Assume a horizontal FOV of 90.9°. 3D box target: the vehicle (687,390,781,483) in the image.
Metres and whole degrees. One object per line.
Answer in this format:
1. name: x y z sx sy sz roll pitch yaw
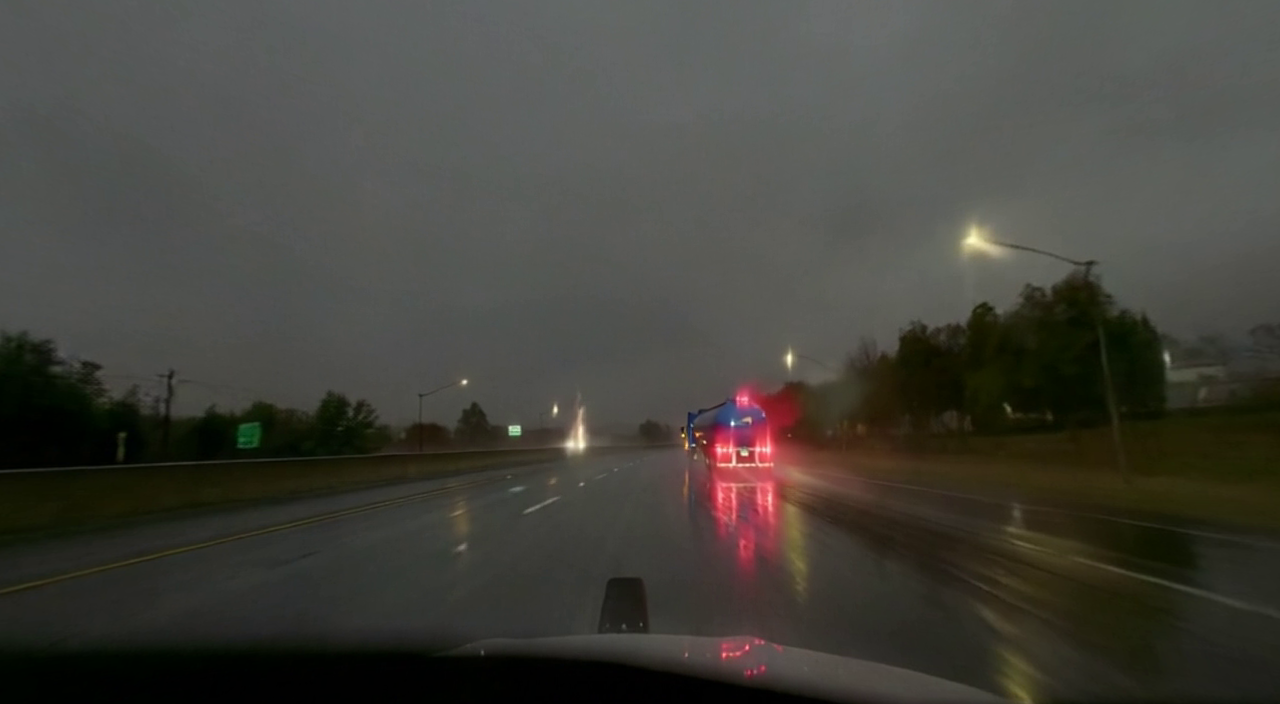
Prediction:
1. vehicle: 4.199 4.353 31.887 2.880 3.624 14.397 0 -8 1
